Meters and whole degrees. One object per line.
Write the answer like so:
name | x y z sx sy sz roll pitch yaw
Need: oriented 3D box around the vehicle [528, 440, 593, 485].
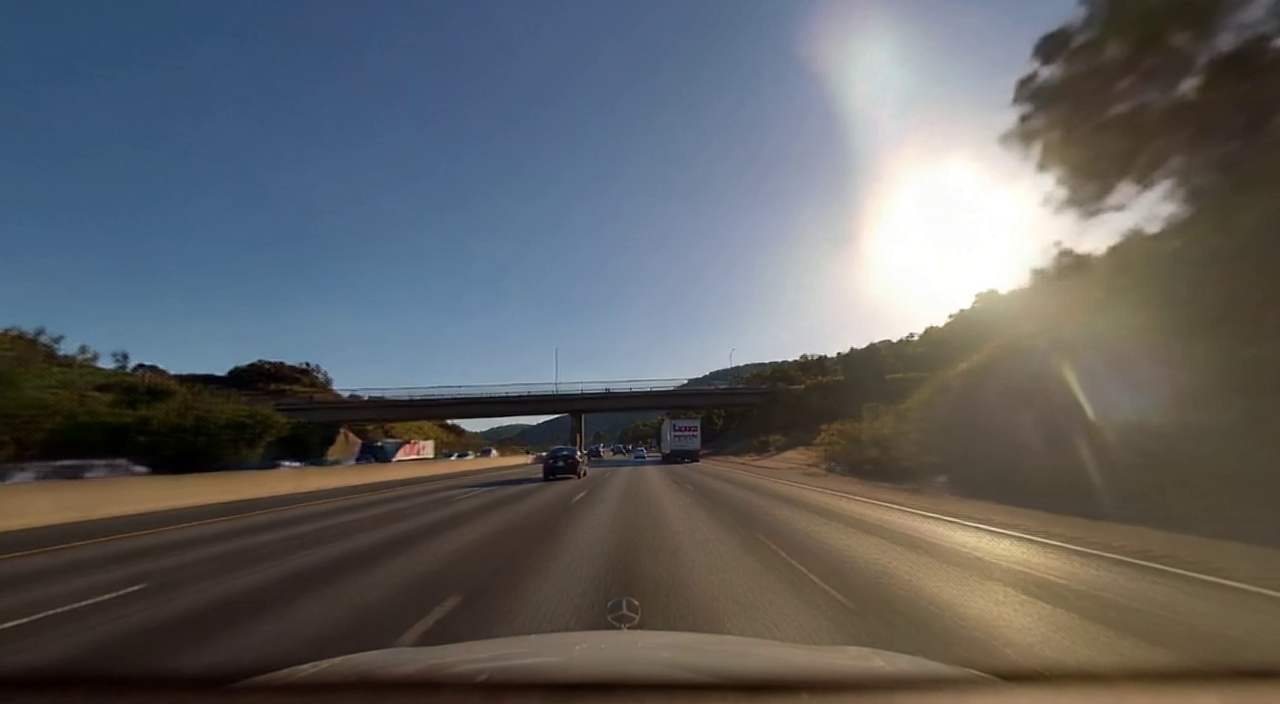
vehicle | -3.073 4.395 25.341 2.052 1.654 4.303 0 -9 0
